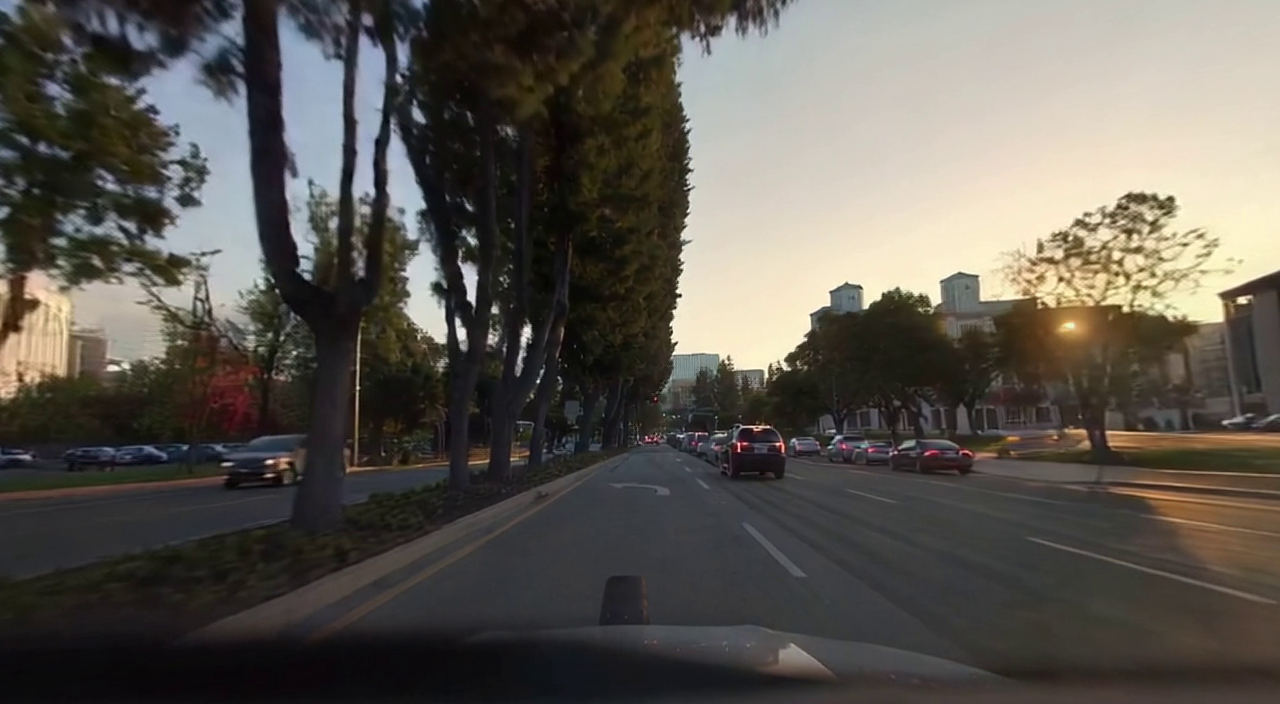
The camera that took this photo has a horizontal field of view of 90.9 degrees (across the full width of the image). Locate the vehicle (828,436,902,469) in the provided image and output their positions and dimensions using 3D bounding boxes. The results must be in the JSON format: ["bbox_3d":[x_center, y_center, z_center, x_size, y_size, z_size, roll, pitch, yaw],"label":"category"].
[{"bbox_3d":[10.680,4.820,30.318,1.841,1.471,4.790,0,-9,0],"label":"vehicle"}]

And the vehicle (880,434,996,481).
[{"bbox_3d":[10.441,3.724,22.531,1.840,1.467,4.731,0,-9,0],"label":"vehicle"}]

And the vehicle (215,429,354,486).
[{"bbox_3d":[-13.991,4.182,25.339,2.285,1.931,5.530,-3,-9,1],"label":"vehicle"}]

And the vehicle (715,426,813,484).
[{"bbox_3d":[3.923,3.365,20.841,2.216,1.675,4.627,0,-9,-1],"label":"vehicle"}]
